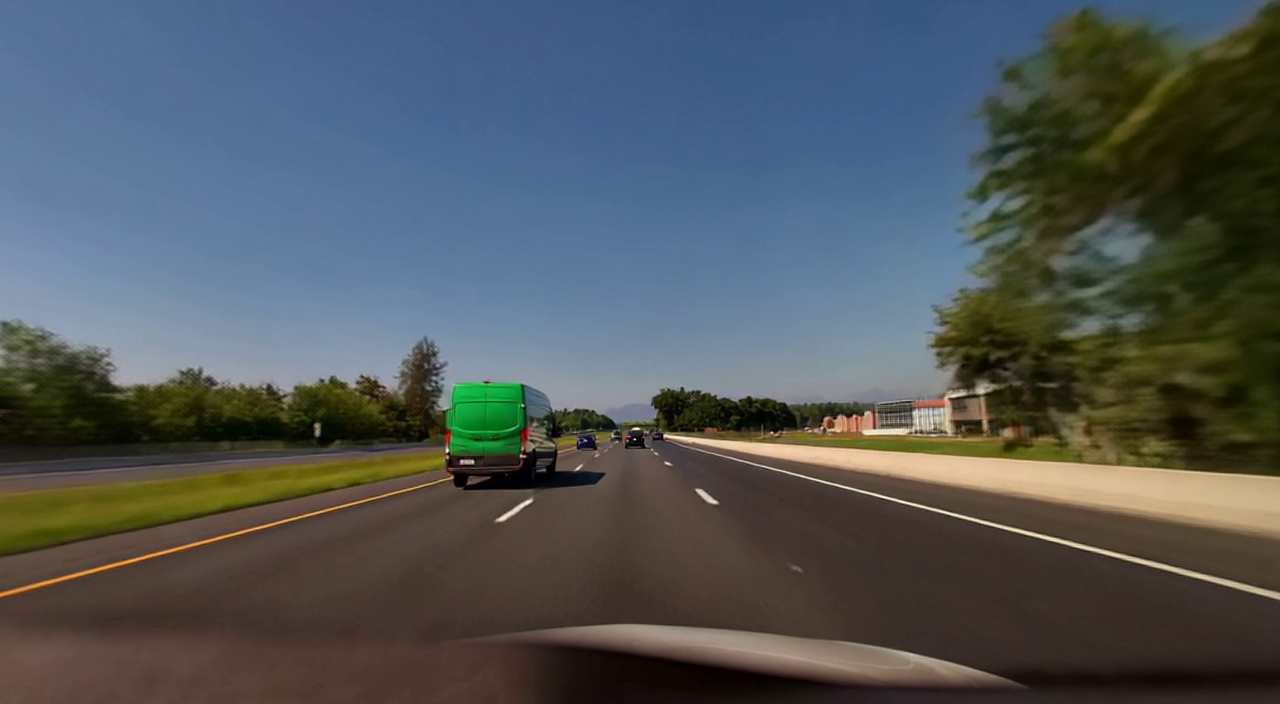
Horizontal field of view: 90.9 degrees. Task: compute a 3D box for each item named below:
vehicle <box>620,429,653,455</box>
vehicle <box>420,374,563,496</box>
[{"bbox_3d":[-0.250,6.000,42.118,2.104,1.646,4.176,0,-8,-1],"label":"vehicle"},{"bbox_3d":[-3.493,2.134,16.267,2.424,2.577,5.828,0,-8,-2],"label":"vehicle"}]
